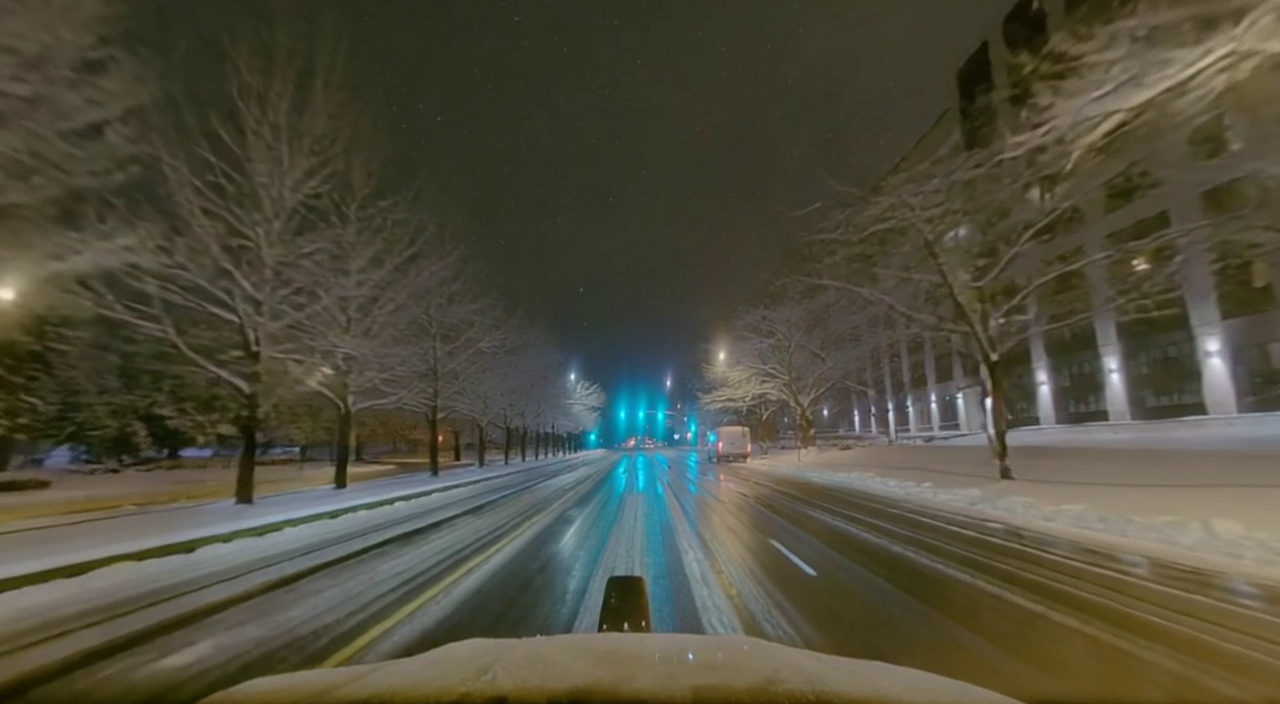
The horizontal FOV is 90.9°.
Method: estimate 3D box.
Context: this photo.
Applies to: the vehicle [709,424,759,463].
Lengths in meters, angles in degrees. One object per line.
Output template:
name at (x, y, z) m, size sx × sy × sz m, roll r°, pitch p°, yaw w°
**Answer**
vehicle at (6.731, 6.624, 45.781) m, size 2.762 × 2.607 × 6.182 m, roll 0°, pitch -8°, yaw 1°
